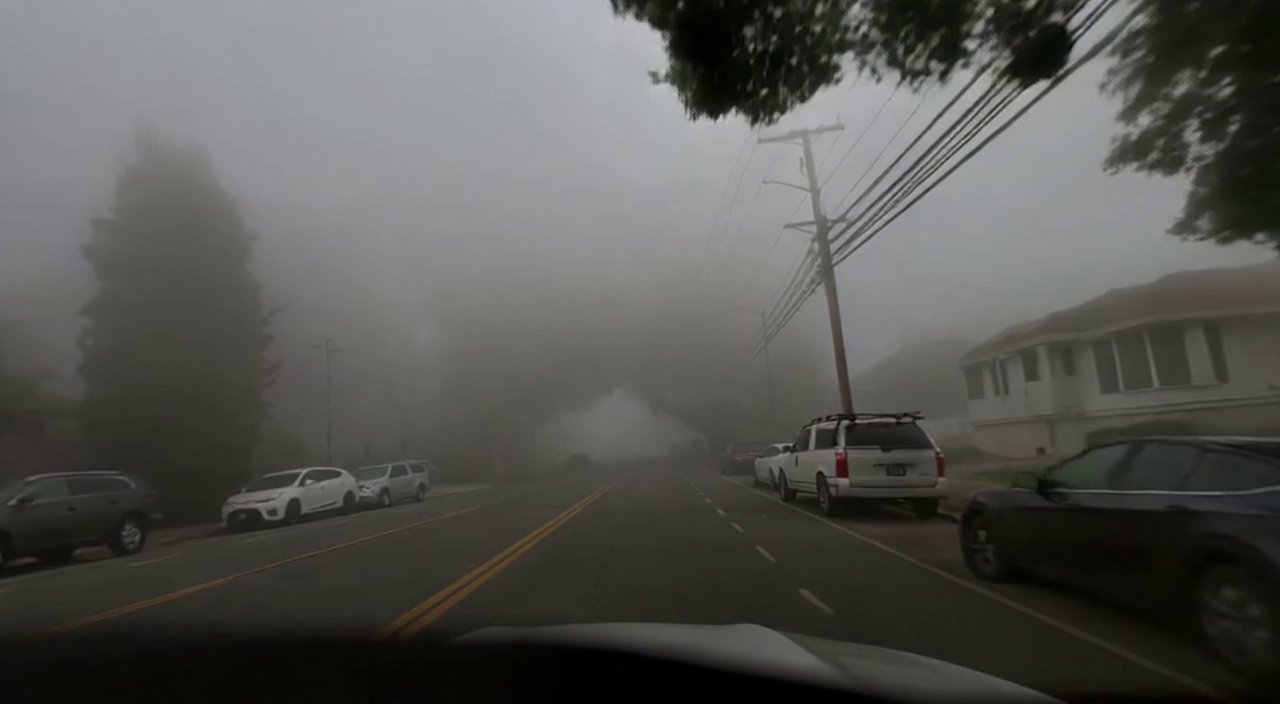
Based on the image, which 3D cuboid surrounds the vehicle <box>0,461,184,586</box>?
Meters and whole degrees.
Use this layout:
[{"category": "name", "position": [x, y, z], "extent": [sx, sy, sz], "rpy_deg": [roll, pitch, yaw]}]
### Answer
[{"category": "vehicle", "position": [-11.028, 2.998, 11.557], "extent": [1.937, 1.837, 4.414], "rpy_deg": [-1, -8, 2]}]

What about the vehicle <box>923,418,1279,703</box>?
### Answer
[{"category": "vehicle", "position": [4.292, 1.324, 4.901], "extent": [1.927, 1.483, 5.100], "rpy_deg": [-1, -8, 1]}]

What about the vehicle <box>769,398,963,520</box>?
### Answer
[{"category": "vehicle", "position": [4.591, 2.307, 14.082], "extent": [2.330, 2.160, 5.550], "rpy_deg": [0, -8, 1]}]

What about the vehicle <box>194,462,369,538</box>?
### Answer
[{"category": "vehicle", "position": [-10.824, 4.472, 19.753], "extent": [2.089, 1.837, 5.499], "rpy_deg": [-1, -8, 2]}]

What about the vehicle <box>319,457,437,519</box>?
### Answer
[{"category": "vehicle", "position": [-10.435, 5.408, 25.799], "extent": [2.282, 2.060, 5.738], "rpy_deg": [0, -8, 0]}]

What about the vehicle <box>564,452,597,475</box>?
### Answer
[{"category": "vehicle", "position": [-4.506, 8.571, 48.615], "extent": [1.948, 1.502, 4.434], "rpy_deg": [-3, -8, 2]}]
